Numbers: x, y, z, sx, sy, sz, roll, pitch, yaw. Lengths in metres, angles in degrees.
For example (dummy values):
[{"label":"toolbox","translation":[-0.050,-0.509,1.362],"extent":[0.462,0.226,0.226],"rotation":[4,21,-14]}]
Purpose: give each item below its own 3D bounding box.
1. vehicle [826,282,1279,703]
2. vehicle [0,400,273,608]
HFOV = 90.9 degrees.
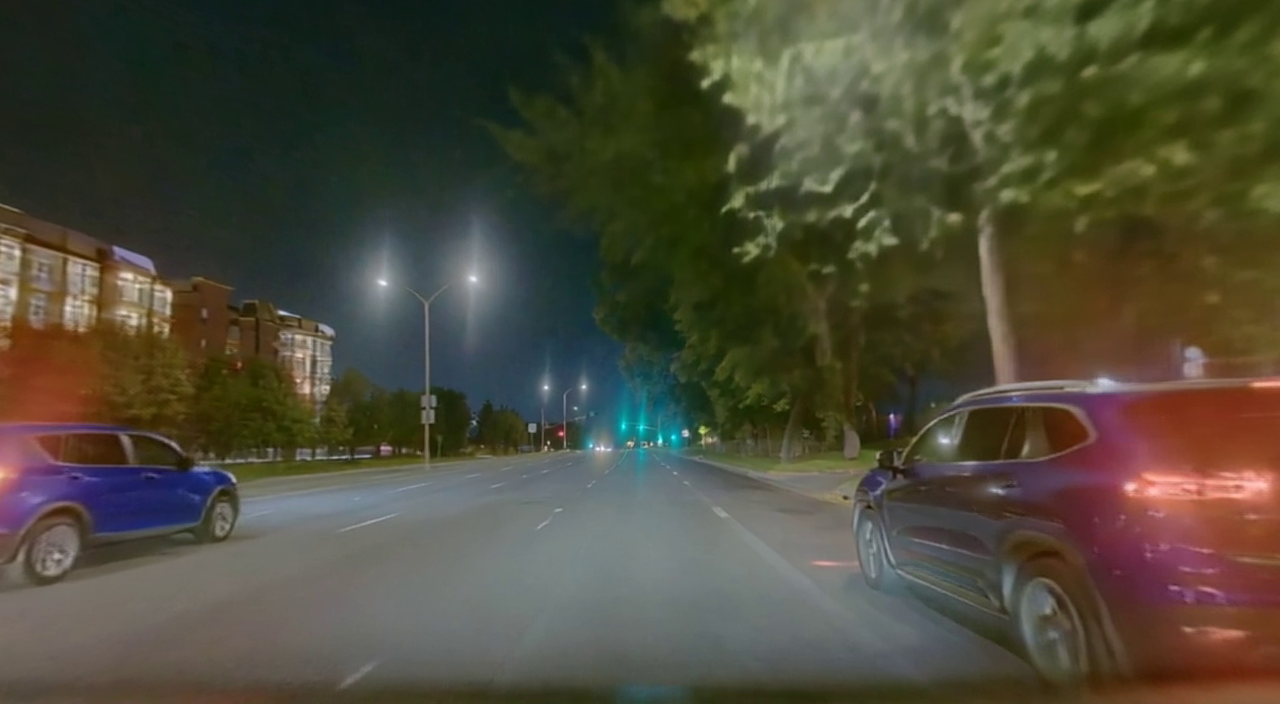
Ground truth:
[{"label":"vehicle","translation":[2.879,0.979,3.802],"extent":[2.047,1.768,4.607],"rotation":[0,-9,-1]},{"label":"vehicle","translation":[-6.323,1.474,6.637],"extent":[2.069,1.690,4.837],"rotation":[0,-9,-1]}]
